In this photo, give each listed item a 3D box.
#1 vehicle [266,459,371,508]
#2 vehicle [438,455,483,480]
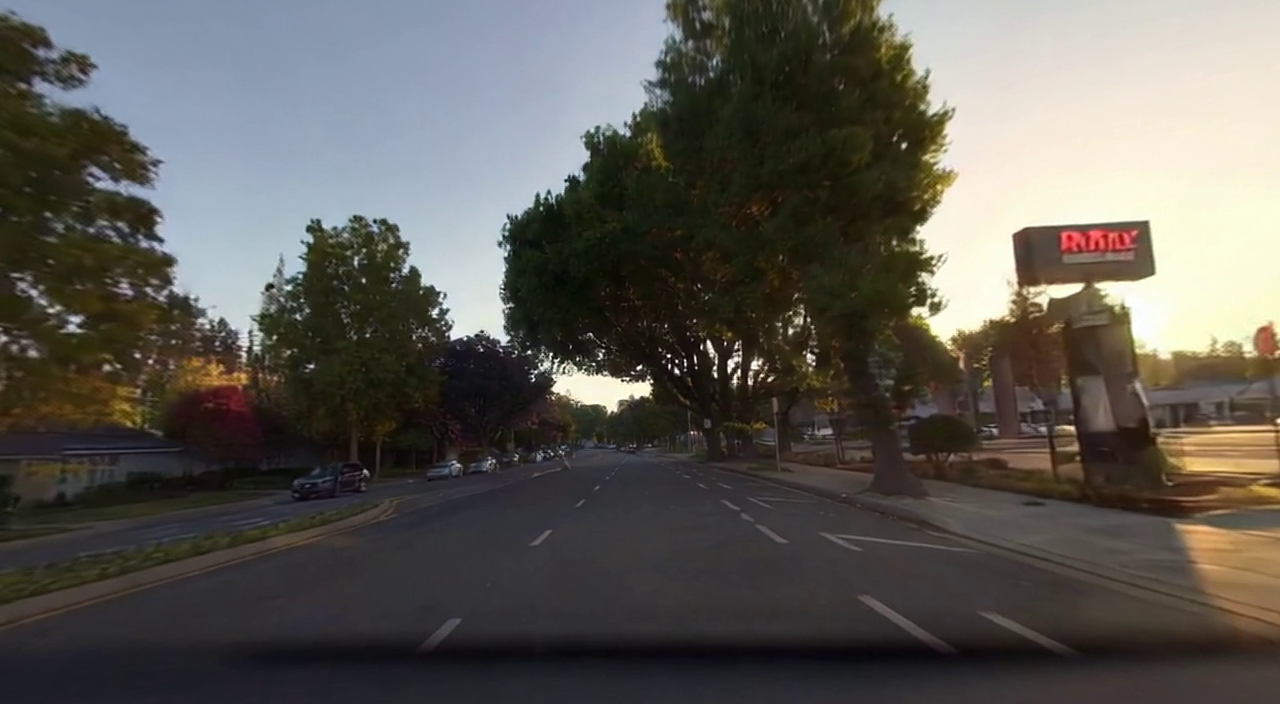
[{"bbox_3d":[-12.412,5.064,24.718,1.986,1.488,4.330,-5,-8,-2],"label":"vehicle"},{"bbox_3d":[-12.352,7.952,43.754,1.854,1.442,4.213,-4,-8,-1],"label":"vehicle"}]
